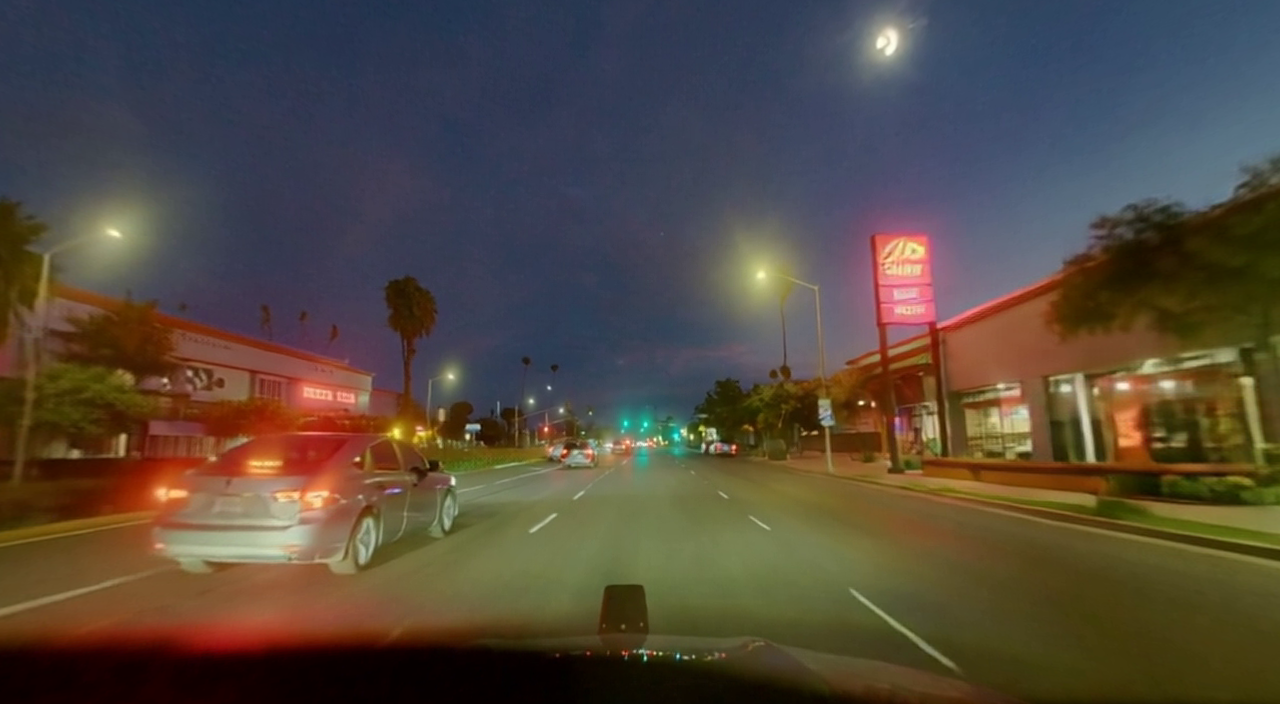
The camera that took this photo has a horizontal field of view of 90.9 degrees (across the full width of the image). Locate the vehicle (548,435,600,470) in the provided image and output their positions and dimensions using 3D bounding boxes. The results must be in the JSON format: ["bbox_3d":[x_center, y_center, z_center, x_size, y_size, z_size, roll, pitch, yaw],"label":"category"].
[{"bbox_3d":[-3.236,5.036,31.643,2.024,1.636,4.121,0,-9,2],"label":"vehicle"}]

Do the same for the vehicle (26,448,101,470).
[{"bbox_3d":[-40.813,7.569,44.614,4.387,1.471,1.856,-3,-9,19],"label":"vehicle"}]

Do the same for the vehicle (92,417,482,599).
[{"bbox_3d":[-3.544,1.646,7.576,2.032,1.511,4.424,0,-9,1],"label":"vehicle"}]
